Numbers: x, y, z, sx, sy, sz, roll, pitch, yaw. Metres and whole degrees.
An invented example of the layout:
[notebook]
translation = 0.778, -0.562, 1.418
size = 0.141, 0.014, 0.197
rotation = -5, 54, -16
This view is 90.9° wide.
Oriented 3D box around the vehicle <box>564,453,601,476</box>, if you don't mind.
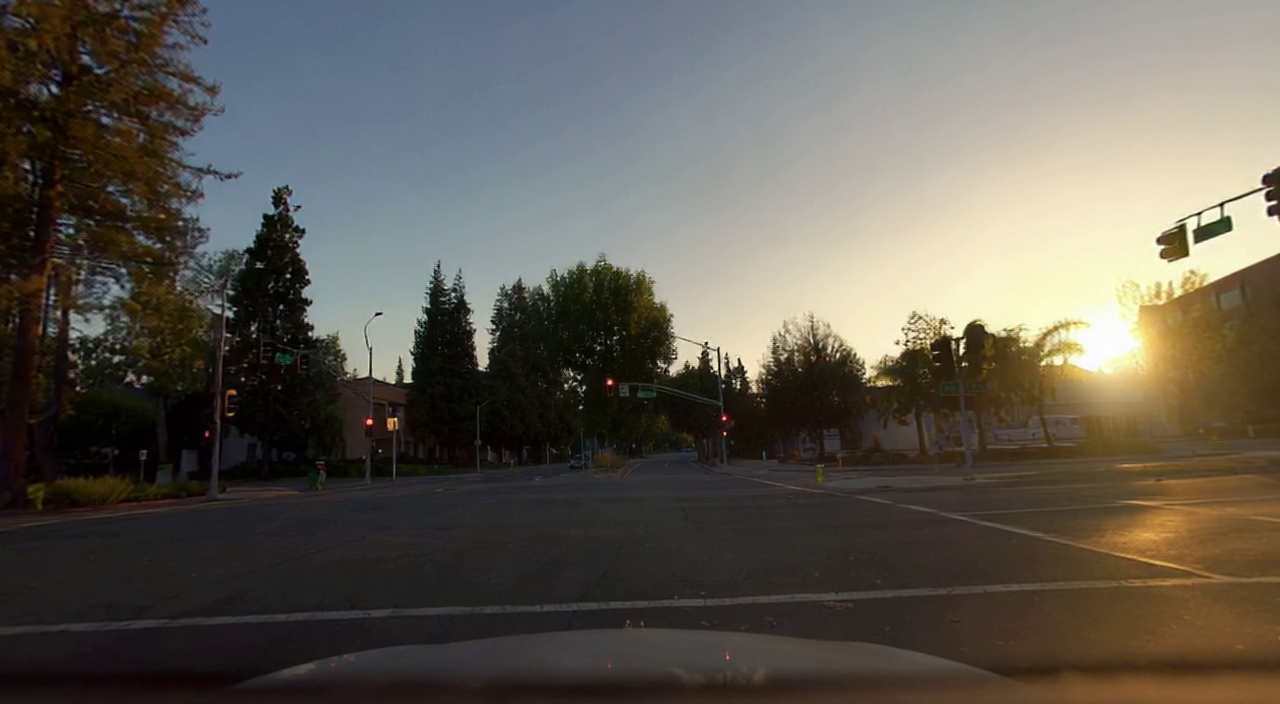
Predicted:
[vehicle]
translation = -4.476, 8.849, 49.835
size = 2.030, 1.704, 4.205
rotation = -1, -8, 7
